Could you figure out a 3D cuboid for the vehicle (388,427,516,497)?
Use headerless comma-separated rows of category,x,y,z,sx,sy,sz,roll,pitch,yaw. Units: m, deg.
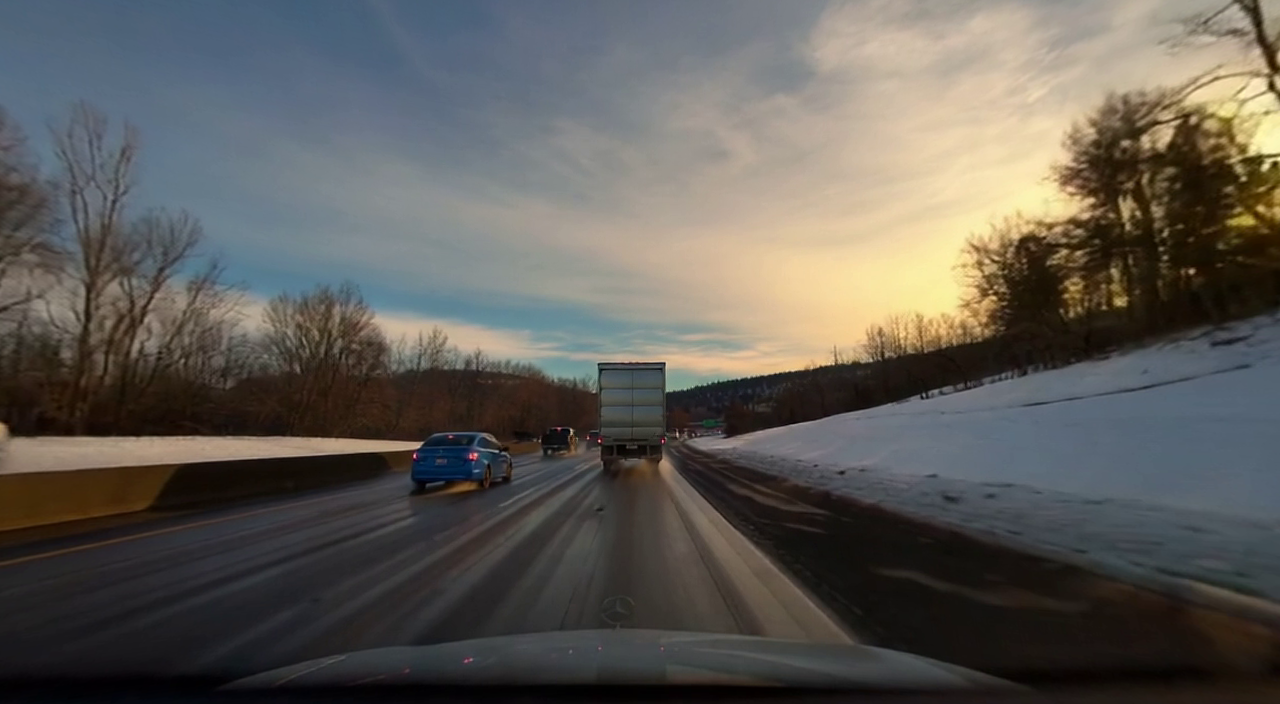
vehicle,-4.620,2.735,16.191,1.931,1.539,4.441,0,-8,0

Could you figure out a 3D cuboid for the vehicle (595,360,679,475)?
vehicle,-0.239,2.960,27.180,2.953,4.041,10.072,0,-8,-1

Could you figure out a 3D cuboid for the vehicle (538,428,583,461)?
vehicle,-4.644,5.463,37.448,2.019,1.834,4.644,0,-8,0
